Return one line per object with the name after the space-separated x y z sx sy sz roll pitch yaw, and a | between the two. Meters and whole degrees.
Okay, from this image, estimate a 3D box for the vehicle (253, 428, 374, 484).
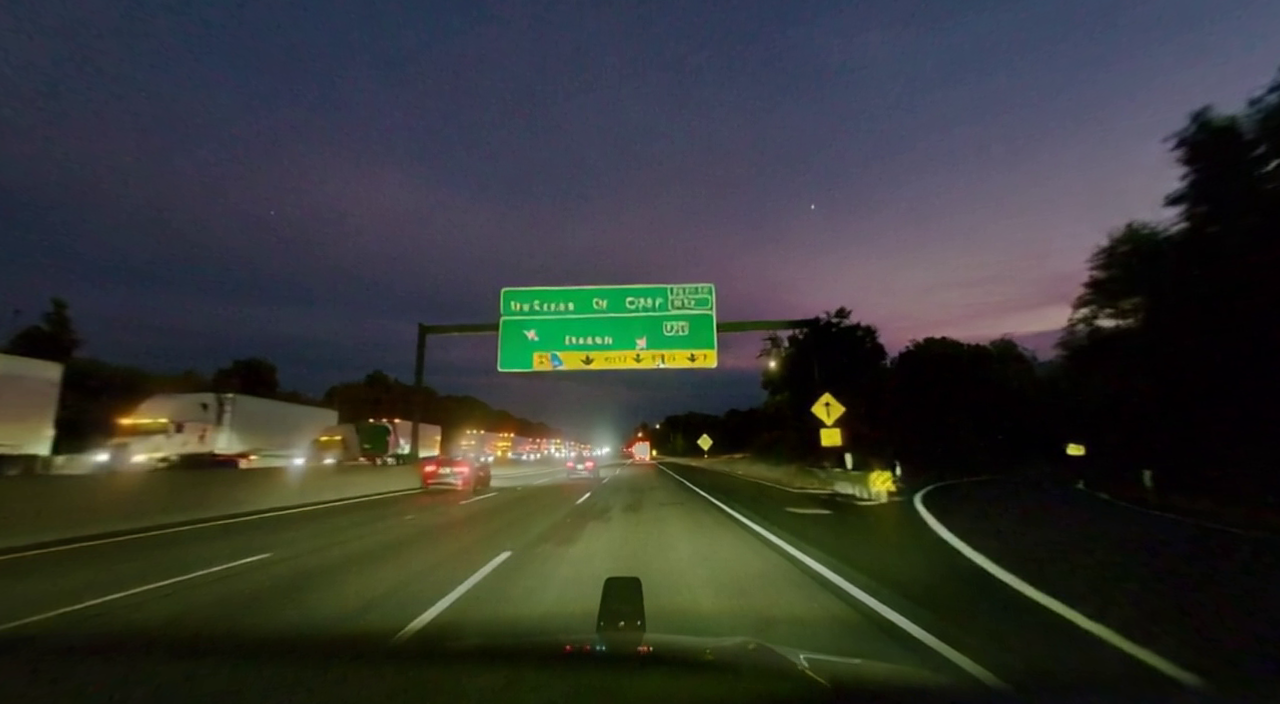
-15.258 4.926 30.045 2.527 2.391 5.963 0 -9 0 | vehicle

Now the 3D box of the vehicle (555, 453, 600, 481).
-3.433 6.450 35.525 2.076 1.453 4.094 0 -9 1 | vehicle

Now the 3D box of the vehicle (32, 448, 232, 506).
-14.459 3.550 18.402 1.905 1.461 4.736 0 -9 0 | vehicle

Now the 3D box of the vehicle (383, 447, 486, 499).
-7.283 4.321 22.939 2.122 1.685 4.714 0 -9 0 | vehicle
